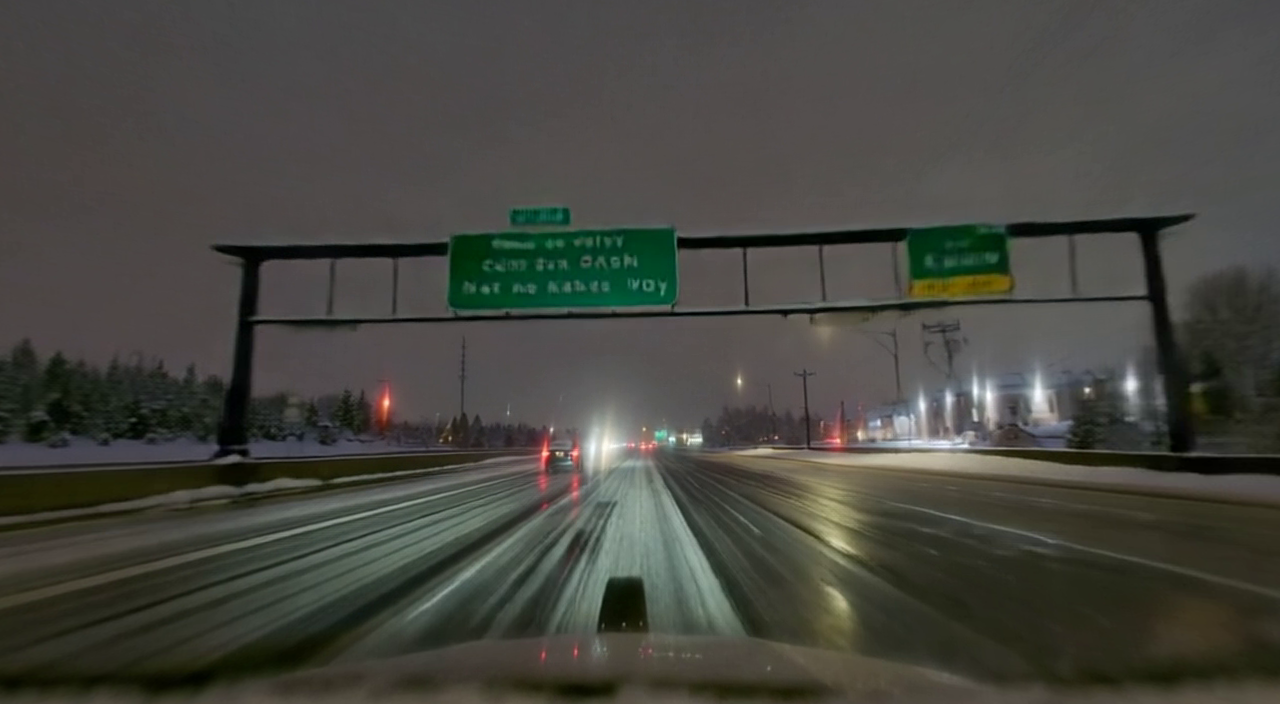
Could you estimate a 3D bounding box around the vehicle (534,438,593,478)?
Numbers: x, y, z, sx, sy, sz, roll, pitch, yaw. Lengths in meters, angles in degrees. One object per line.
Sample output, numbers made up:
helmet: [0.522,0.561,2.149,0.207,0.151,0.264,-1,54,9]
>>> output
vehicle: [-3.450,4.869,29.272,2.072,1.706,4.359,0,-8,1]
